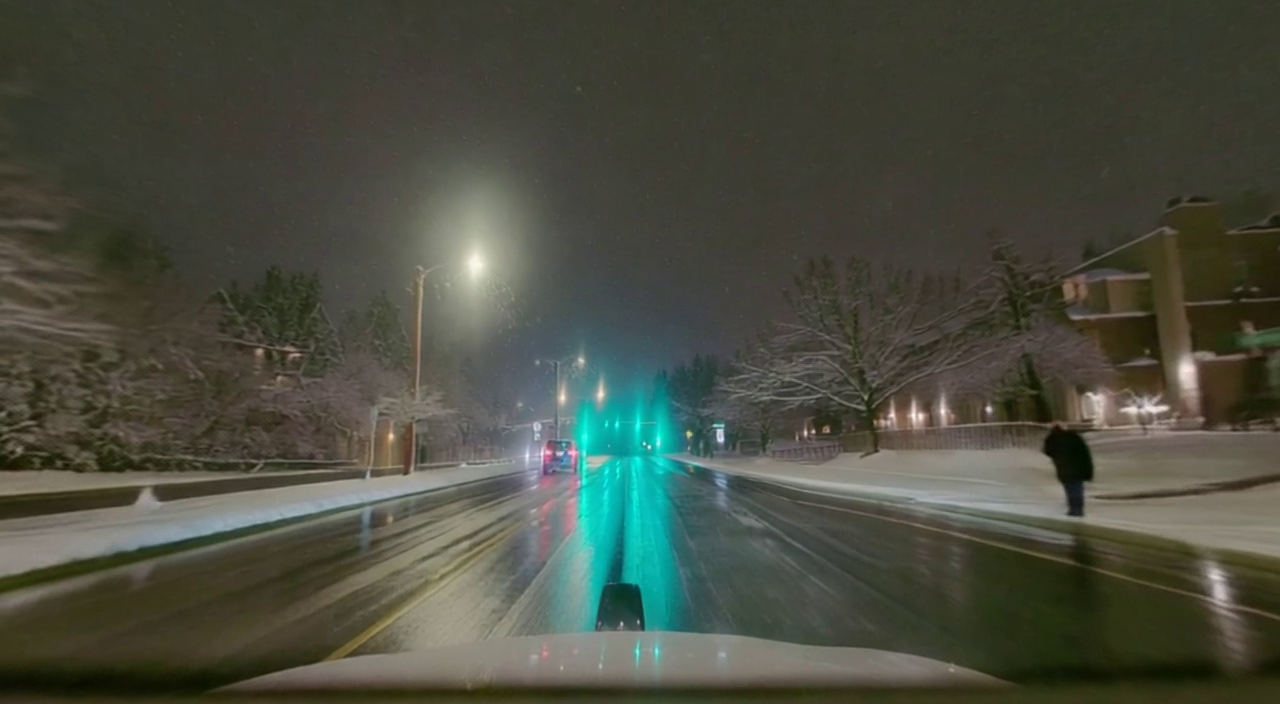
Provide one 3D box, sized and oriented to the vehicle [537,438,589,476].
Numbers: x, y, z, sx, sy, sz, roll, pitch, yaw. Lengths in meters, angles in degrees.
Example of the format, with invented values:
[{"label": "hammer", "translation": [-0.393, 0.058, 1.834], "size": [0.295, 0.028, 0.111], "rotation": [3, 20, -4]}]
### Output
[{"label": "vehicle", "translation": [-3.723, 5.148, 31.340], "size": [1.993, 1.733, 4.262], "rotation": [0, -8, 1]}]
